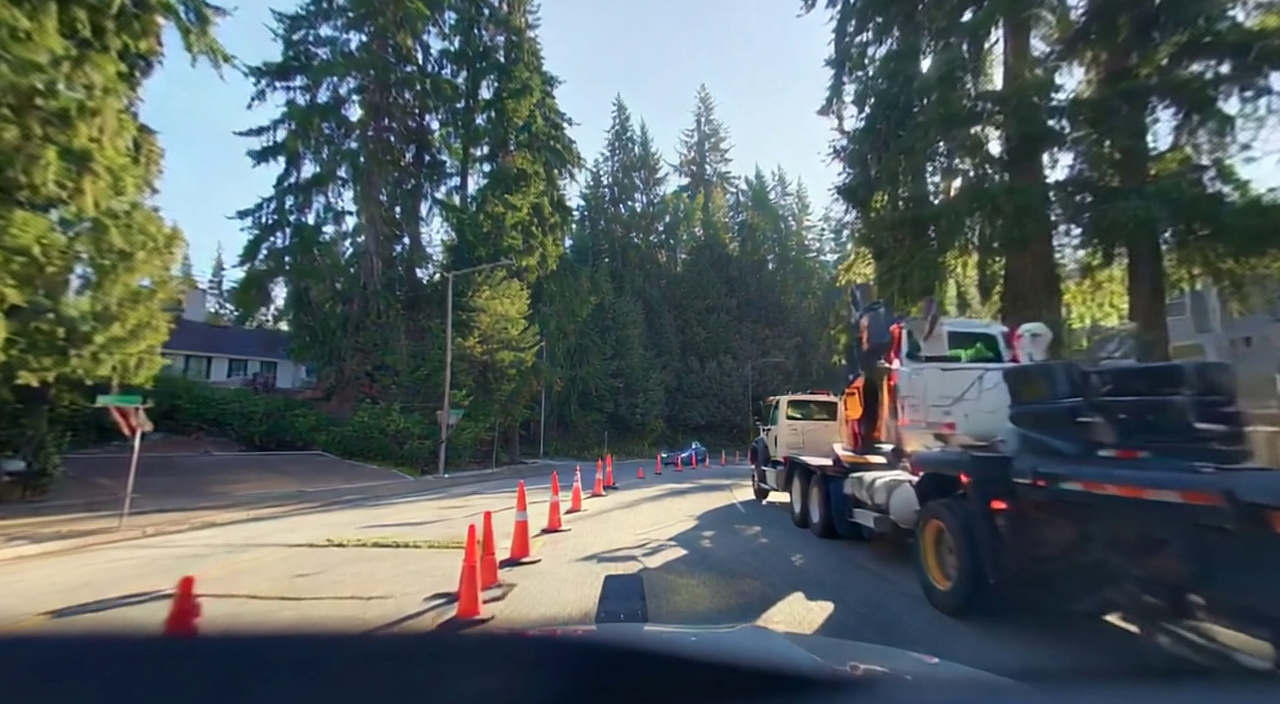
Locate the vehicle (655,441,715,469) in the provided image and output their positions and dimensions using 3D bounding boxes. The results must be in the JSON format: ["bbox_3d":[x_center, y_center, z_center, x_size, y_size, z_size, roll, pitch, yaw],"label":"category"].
[{"bbox_3d":[2.704,5.993,37.041,1.945,1.494,4.201,-4,-9,27],"label":"vehicle"}]

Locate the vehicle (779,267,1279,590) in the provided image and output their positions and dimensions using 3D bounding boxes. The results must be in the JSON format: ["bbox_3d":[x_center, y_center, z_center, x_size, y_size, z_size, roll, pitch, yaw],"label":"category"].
[{"bbox_3d":[3.564,0.911,7.445,2.874,2.542,4.840,0,-9,2],"label":"vehicle"}]
